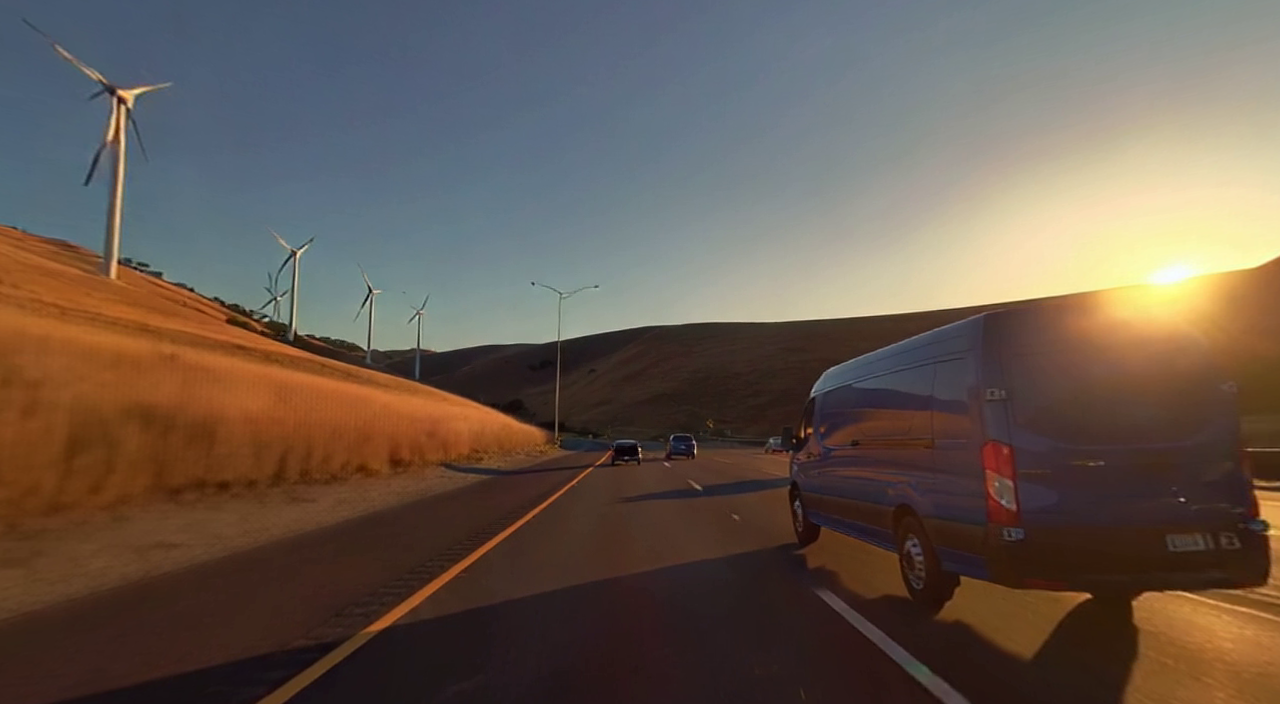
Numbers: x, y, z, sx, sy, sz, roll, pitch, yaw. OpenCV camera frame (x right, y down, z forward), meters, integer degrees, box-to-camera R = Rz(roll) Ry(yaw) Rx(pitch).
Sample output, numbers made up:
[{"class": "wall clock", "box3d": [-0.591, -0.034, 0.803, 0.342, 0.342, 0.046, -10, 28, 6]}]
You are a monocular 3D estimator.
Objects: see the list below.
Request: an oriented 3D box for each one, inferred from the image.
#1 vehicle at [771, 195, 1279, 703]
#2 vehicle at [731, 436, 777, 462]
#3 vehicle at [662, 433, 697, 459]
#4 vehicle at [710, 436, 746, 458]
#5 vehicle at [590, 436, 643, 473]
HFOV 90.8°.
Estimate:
[{"class": "vehicle", "box3d": [3.093, 0.860, 6.104, 2.365, 2.630, 5.754, 0, -8, 0]}, {"class": "vehicle", "box3d": [6.890, 5.901, 38.681, 1.858, 1.475, 4.421, 0, -8, -2]}, {"class": "vehicle", "box3d": [2.697, 6.556, 44.289, 2.108, 1.717, 3.996, 0, -8, -1]}, {"class": "vehicle", "box3d": [6.398, 6.944, 46.295, 1.850, 1.475, 4.460, 0, -8, -1]}, {"class": "vehicle", "box3d": [-0.933, 4.278, 26.574, 2.082, 1.445, 3.826, 0, -8, -1]}]
